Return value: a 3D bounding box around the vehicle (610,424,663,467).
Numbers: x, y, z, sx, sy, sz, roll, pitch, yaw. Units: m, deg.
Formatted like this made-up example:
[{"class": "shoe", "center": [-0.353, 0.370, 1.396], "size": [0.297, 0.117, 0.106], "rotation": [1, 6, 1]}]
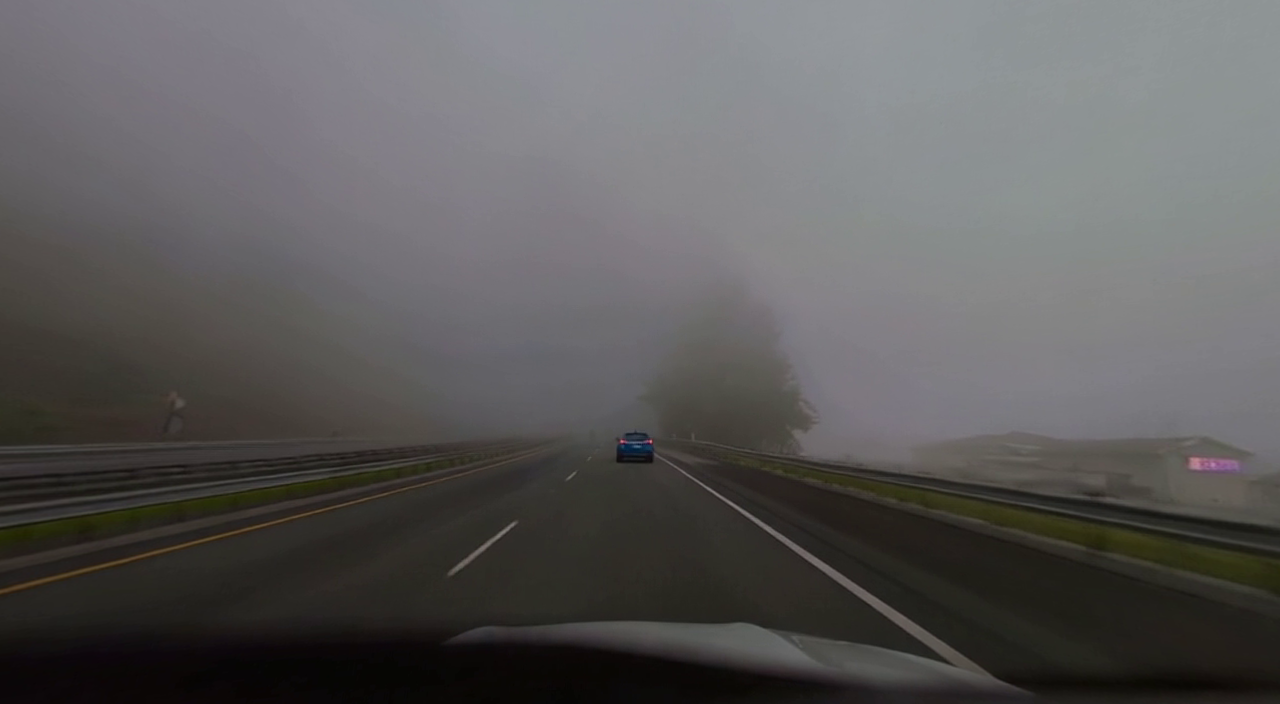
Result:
[{"class": "vehicle", "center": [-0.171, 3.826, 26.051], "size": [2.020, 1.633, 3.942], "rotation": [0, -8, -1]}]
